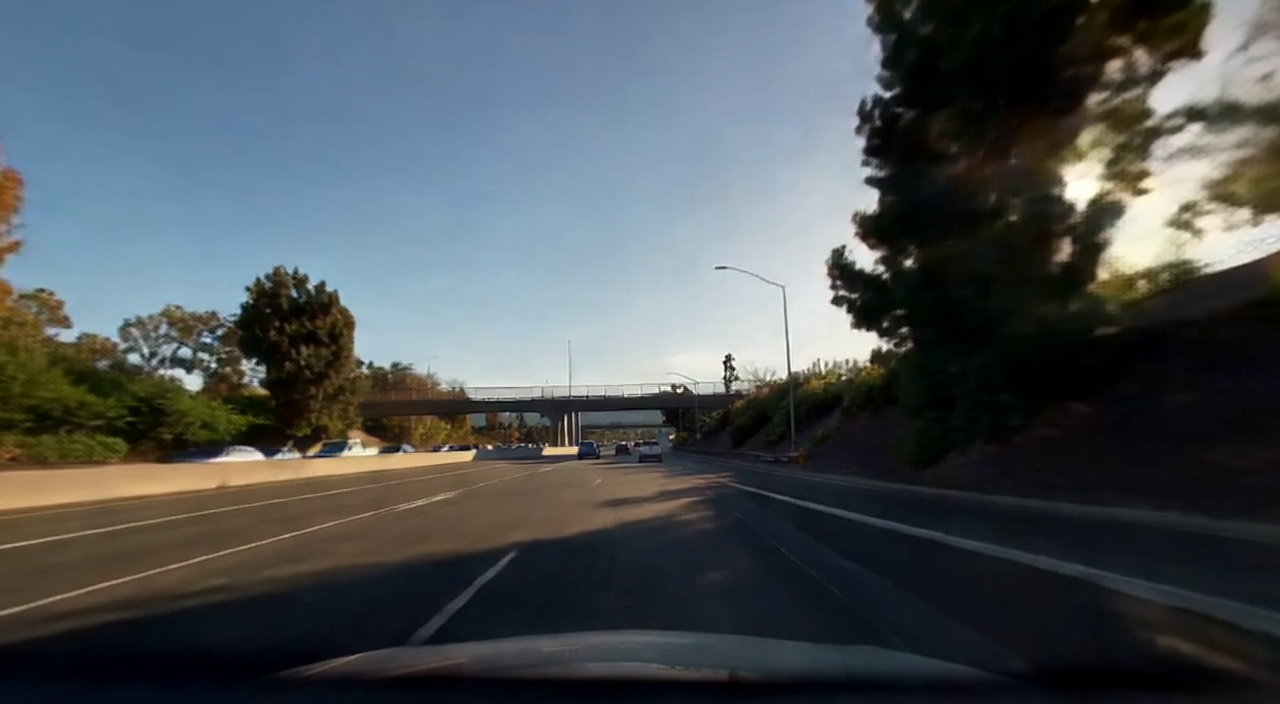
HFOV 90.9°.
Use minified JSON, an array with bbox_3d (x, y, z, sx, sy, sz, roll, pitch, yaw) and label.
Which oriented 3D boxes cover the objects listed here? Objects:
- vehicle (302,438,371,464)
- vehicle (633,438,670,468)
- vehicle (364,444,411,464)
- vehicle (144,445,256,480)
[{"bbox_3d":[-23.348,7.641,48.824,2.204,1.850,5.937,0,-8,2],"label":"vehicle"},{"bbox_3d":[0.646,5.904,37.152,2.010,1.637,4.940,0,-8,0],"label":"vehicle"},{"bbox_3d":[-19.495,7.854,48.898,1.838,1.449,4.217,0,-8,1],"label":"vehicle"},{"bbox_3d":[-20.052,5.034,29.038,1.915,1.439,4.467,0,-8,0],"label":"vehicle"}]
